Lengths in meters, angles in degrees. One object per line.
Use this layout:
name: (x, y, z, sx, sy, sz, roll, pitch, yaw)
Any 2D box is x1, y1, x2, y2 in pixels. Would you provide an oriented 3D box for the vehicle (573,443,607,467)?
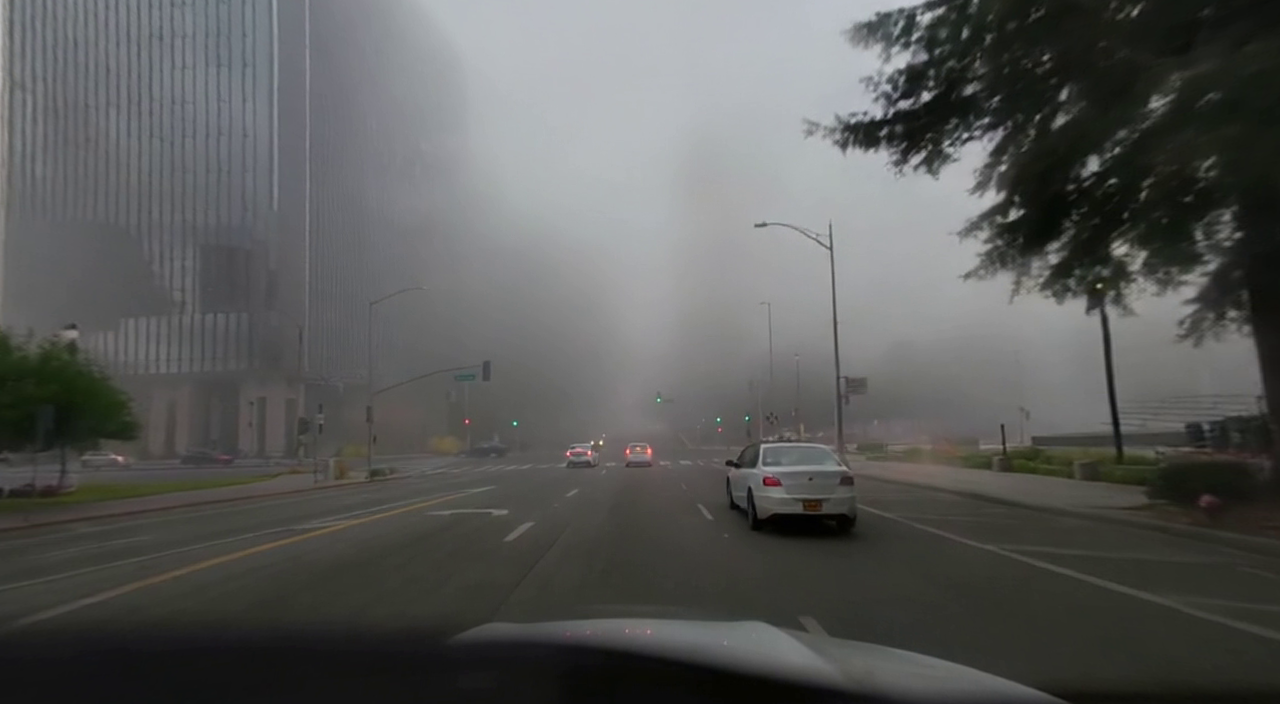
vehicle: (-3.353, 7.010, 43.233, 1.995, 1.479, 4.627, 0, -8, 0)

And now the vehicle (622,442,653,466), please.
vehicle: (-0.159, 6.781, 42.218, 2.016, 1.478, 3.795, 0, -8, 0)
